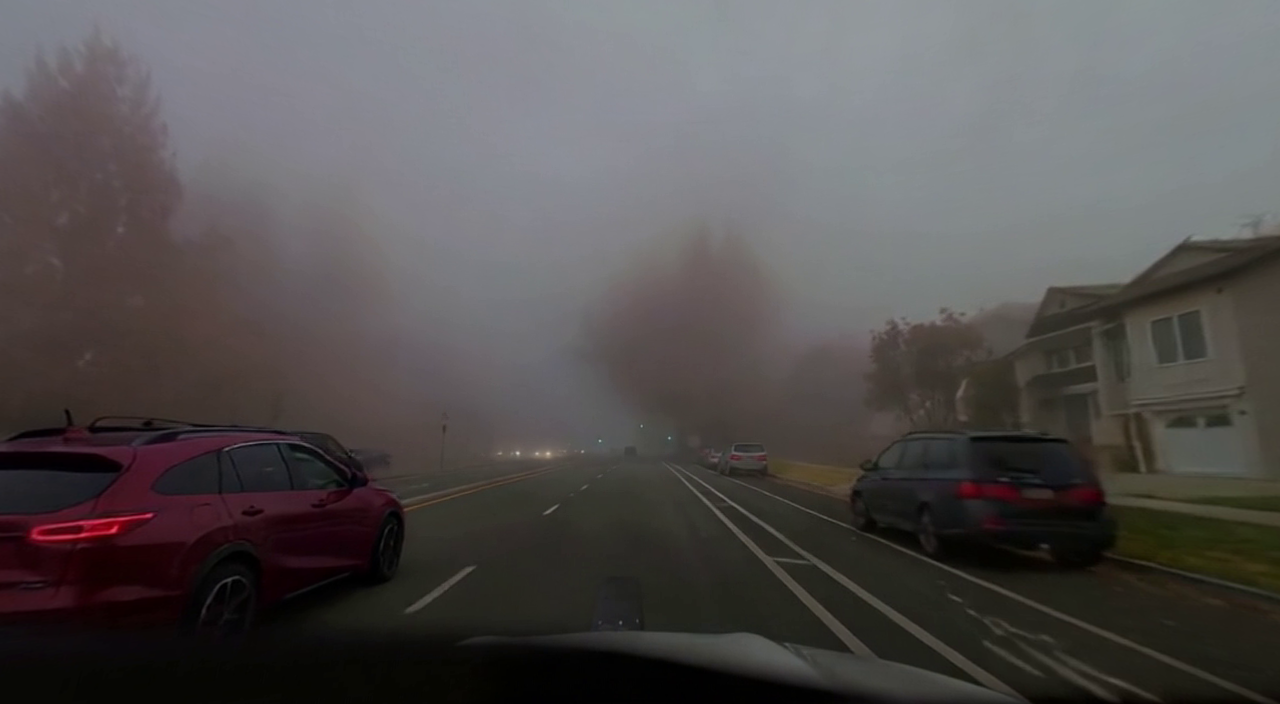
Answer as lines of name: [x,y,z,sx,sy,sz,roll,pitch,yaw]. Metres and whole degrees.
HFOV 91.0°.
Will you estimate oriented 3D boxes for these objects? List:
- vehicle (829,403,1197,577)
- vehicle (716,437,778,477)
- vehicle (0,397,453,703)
vehicle: [4.768,1.875,9.507,2.164,1.793,5.671,0,-9,1]
vehicle: [4.877,4.872,29.319,2.014,1.700,4.369,1,-9,-1]
vehicle: [-3.193,1.268,4.947,1.982,1.478,4.465,0,-9,1]
